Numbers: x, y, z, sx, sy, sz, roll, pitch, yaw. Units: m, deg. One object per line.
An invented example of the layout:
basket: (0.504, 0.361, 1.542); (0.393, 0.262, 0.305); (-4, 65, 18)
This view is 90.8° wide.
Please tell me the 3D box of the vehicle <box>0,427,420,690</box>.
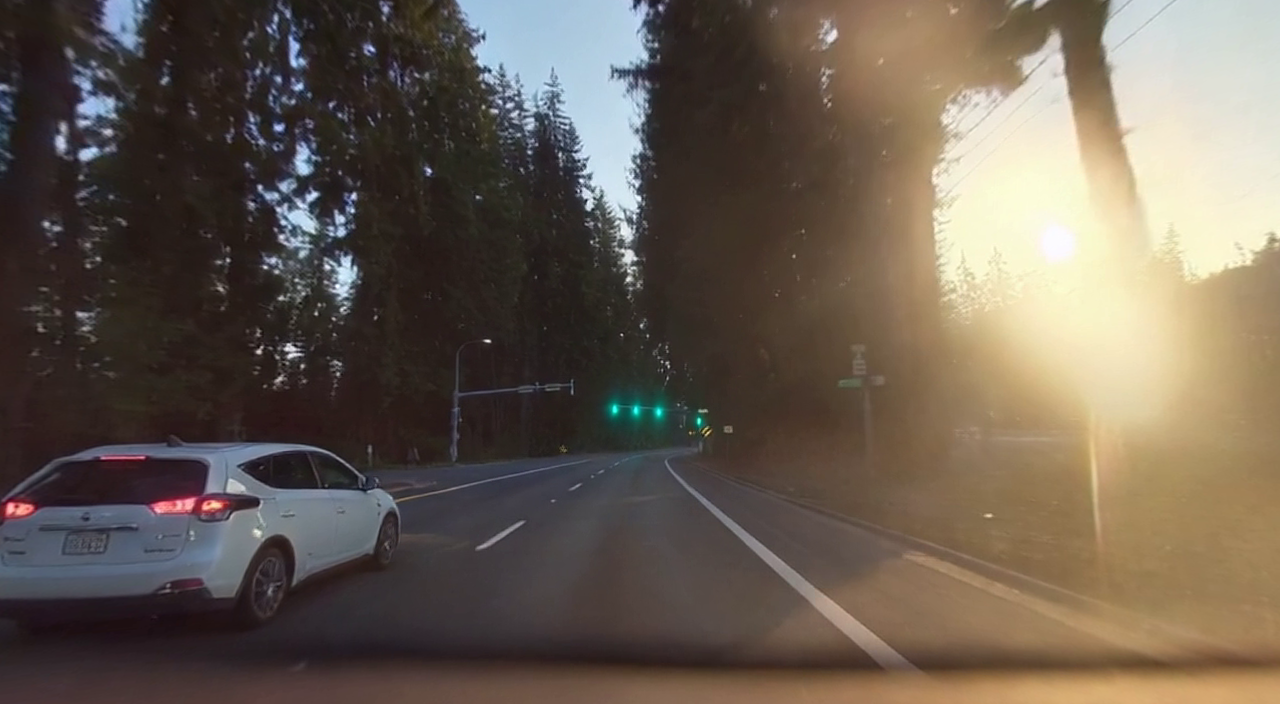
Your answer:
vehicle: (-3.692, 1.445, 5.630); (1.946, 1.437, 4.154); (0, -8, 0)
